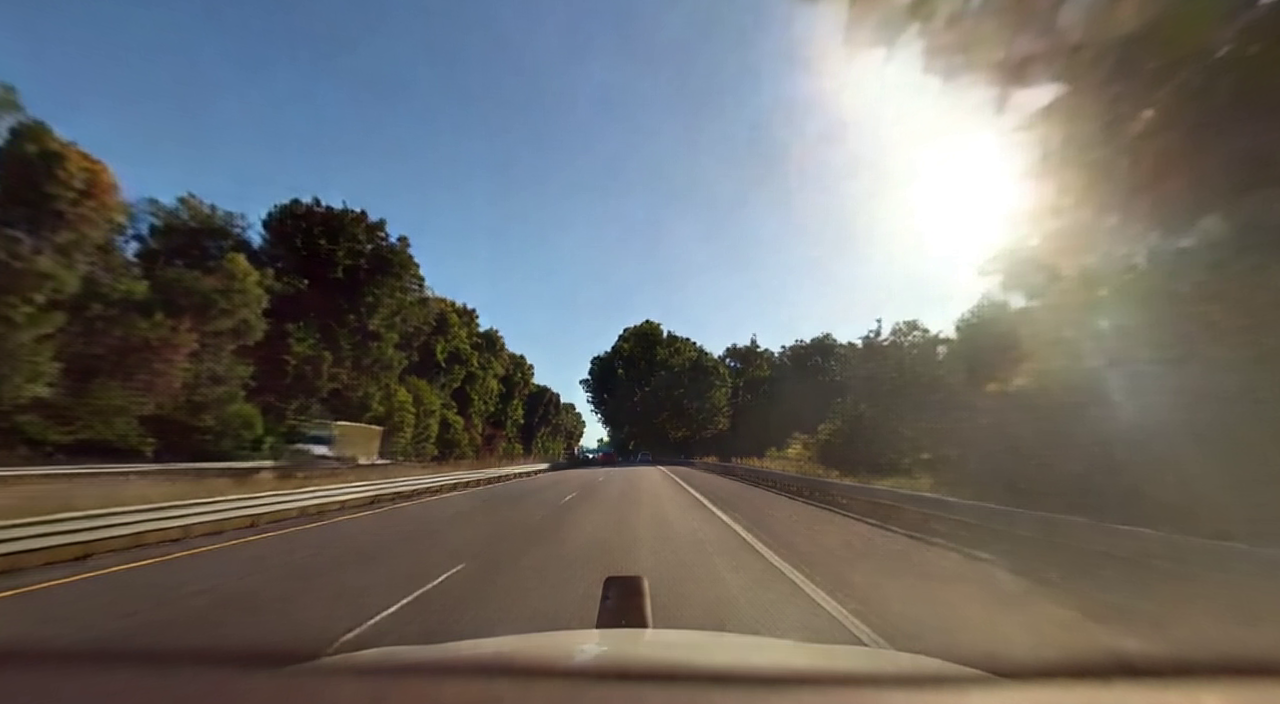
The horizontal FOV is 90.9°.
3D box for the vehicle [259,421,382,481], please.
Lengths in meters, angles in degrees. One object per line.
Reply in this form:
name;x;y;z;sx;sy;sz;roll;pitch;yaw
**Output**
vehicle;-16.693;5.274;33.620;2.588;2.812;7.119;0;-9;1
